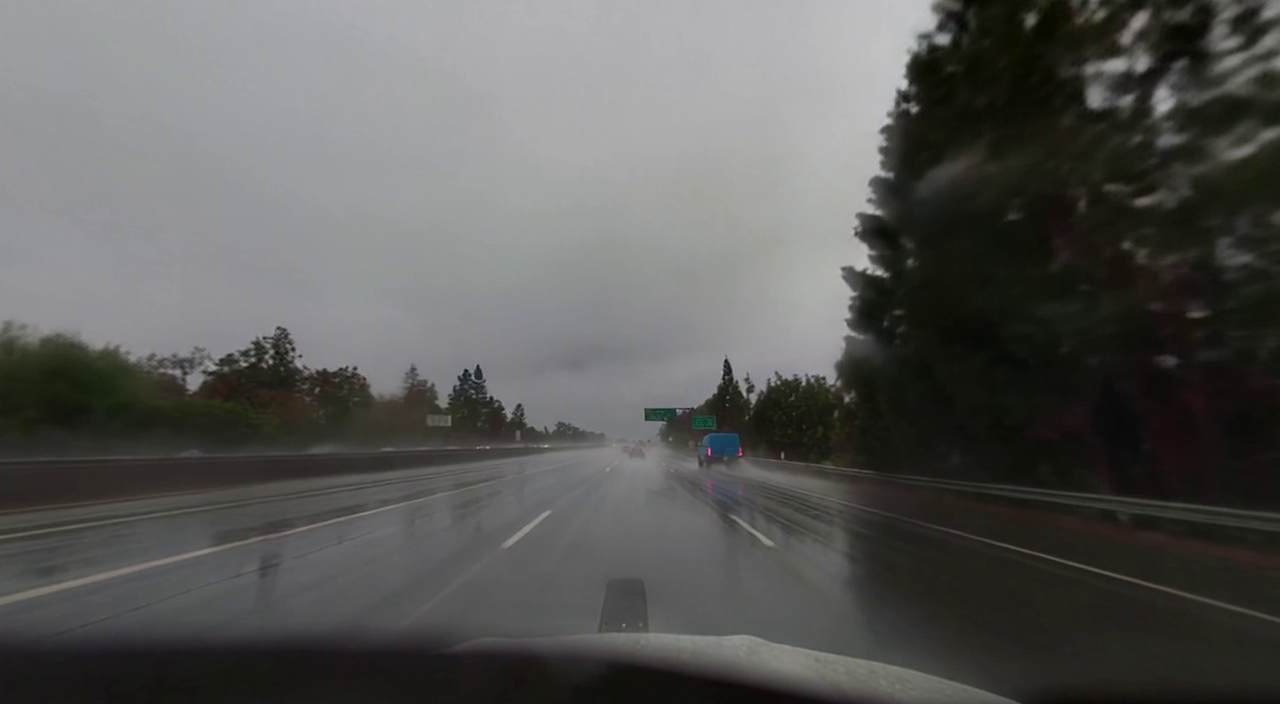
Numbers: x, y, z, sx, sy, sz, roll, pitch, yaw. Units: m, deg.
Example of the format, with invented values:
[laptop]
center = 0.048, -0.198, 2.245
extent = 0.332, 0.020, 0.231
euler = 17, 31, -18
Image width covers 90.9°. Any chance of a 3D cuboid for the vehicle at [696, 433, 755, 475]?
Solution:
[vehicle]
center = 4.223, 5.128, 31.954
extent = 2.172, 1.930, 4.879
euler = 0, -8, -1
